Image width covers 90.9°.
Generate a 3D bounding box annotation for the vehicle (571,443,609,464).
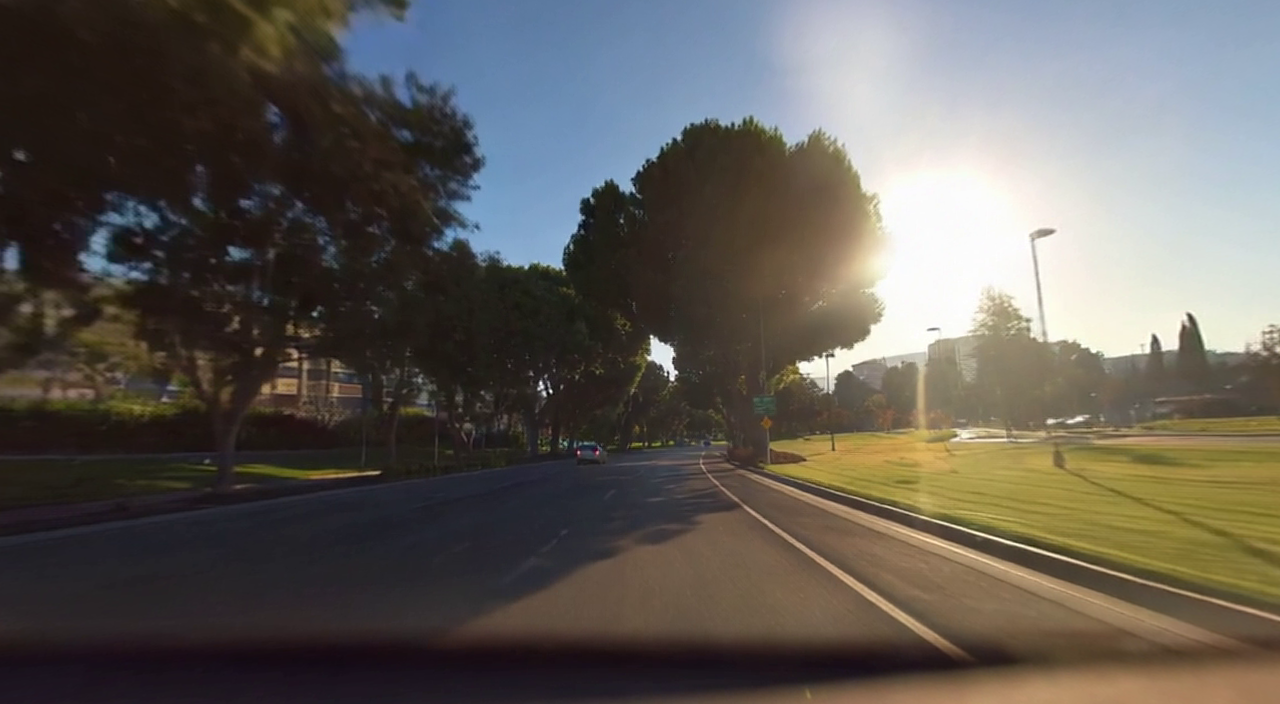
[{"bbox_3d":[-3.604,7.375,46.029,1.945,1.461,4.605,-1,-9,6],"label":"vehicle"}]
